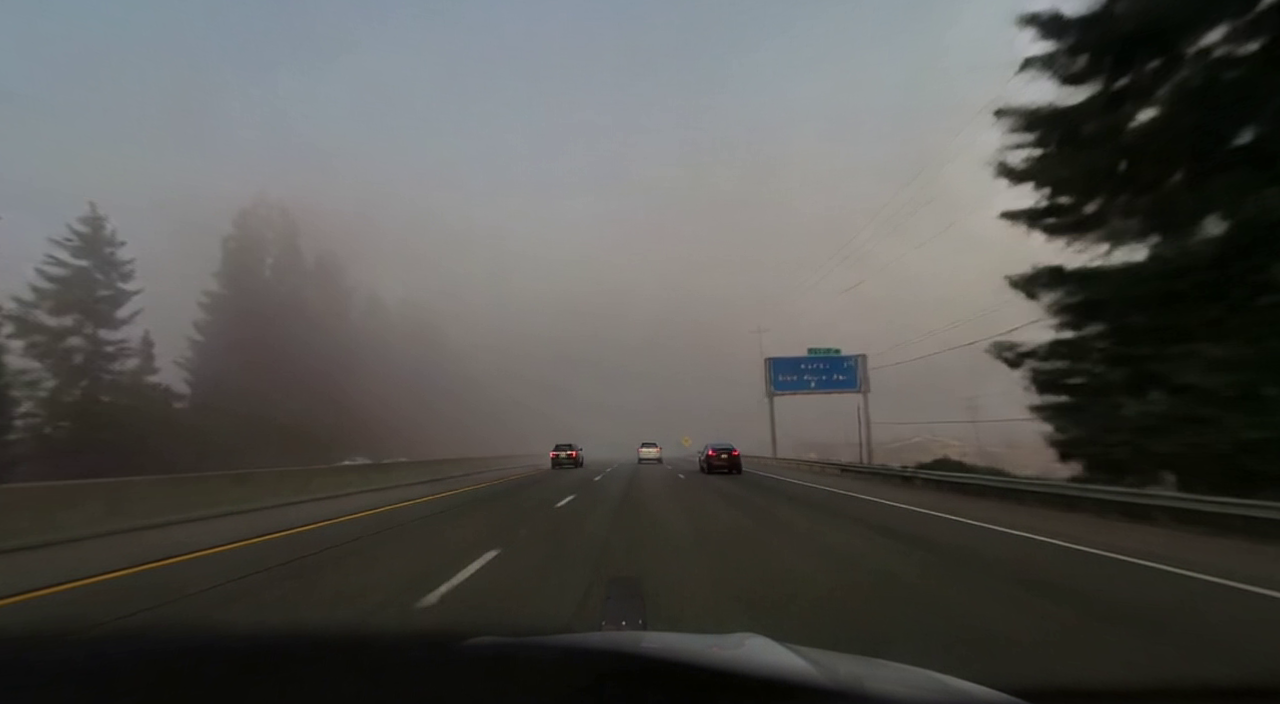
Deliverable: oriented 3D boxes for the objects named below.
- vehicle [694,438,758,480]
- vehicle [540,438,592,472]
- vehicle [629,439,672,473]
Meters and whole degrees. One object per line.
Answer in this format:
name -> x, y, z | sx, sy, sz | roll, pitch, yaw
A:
vehicle -> 3.429, 4.323, 25.856 | 1.996, 1.579, 3.841 | 0, -8, -1
vehicle -> -4.025, 5.702, 35.111 | 2.217, 1.773, 4.553 | 0, -8, 1
vehicle -> 0.509, 5.341, 32.601 | 2.049, 1.620, 4.153 | 0, -8, 0
